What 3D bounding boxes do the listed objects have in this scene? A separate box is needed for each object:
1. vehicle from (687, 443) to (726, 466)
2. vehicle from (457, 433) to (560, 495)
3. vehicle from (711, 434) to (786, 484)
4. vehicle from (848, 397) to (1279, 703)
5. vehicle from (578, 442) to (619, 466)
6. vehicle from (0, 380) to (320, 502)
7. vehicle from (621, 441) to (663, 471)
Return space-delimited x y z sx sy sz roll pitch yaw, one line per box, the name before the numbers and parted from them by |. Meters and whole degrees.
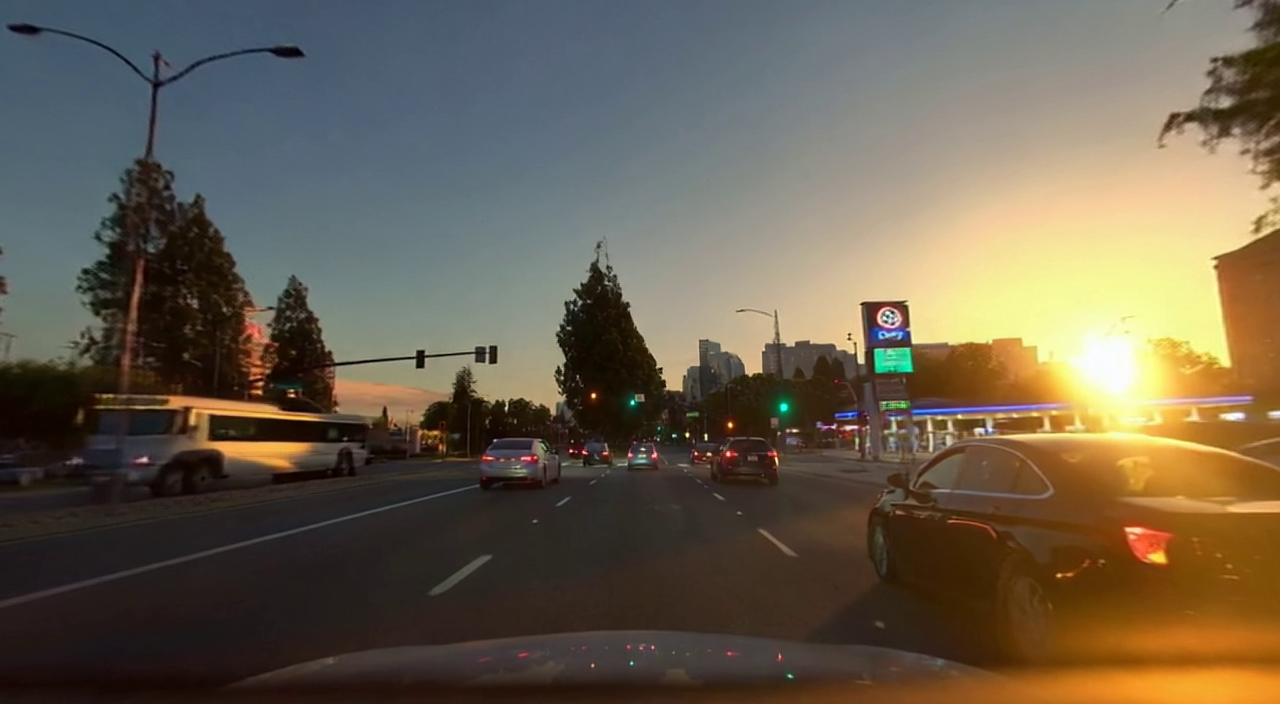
vehicle | 4.337 6.757 41.857 2.174 1.462 4.400 0 -8 1
vehicle | -3.695 3.231 18.552 2.023 1.607 4.086 0 -8 2
vehicle | 3.884 3.894 23.279 2.022 1.683 4.171 0 -8 0
vehicle | 3.483 1.277 4.974 2.038 1.499 4.868 0 -8 0
vehicle | -2.563 6.452 40.082 2.192 1.463 4.211 0 -8 2
vehicle | -15.942 3.202 22.649 3.228 3.319 10.706 0 -8 0
vehicle | 0.126 5.451 33.291 2.104 1.477 4.591 0 -8 1
